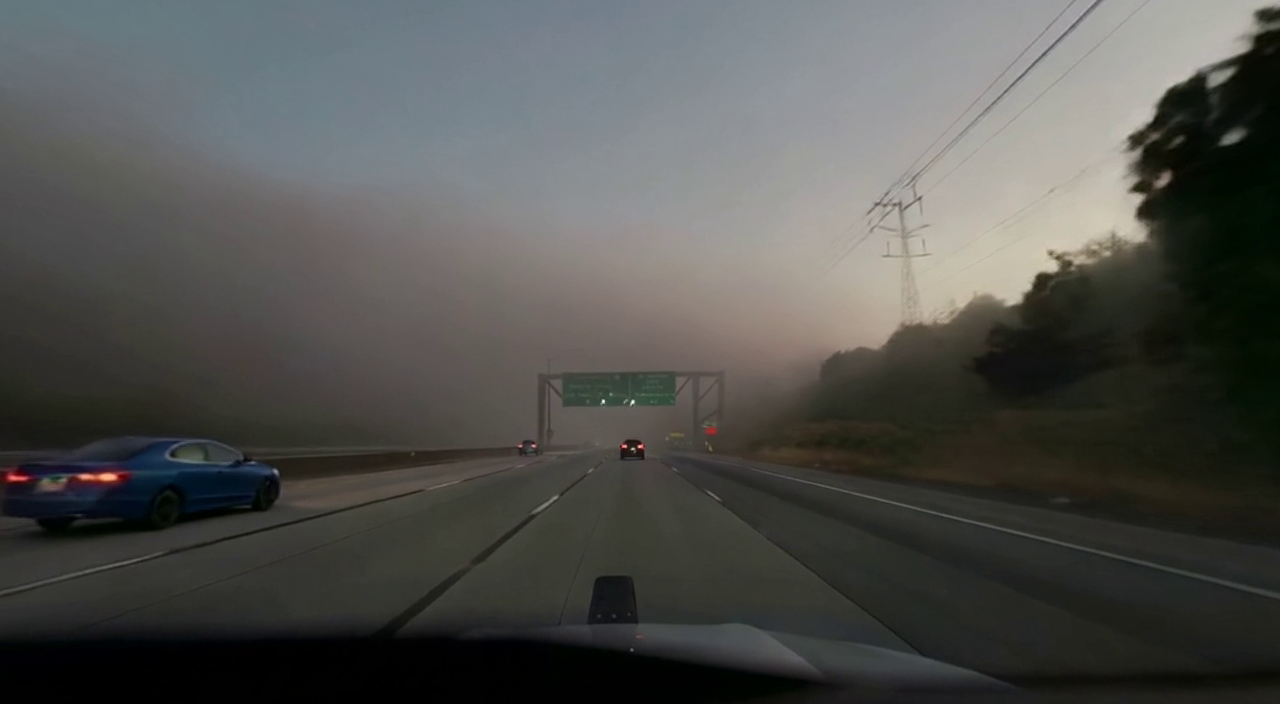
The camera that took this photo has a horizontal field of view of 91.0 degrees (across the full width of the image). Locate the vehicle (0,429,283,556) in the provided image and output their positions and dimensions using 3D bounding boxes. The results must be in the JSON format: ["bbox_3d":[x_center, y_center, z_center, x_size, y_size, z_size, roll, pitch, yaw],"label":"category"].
[{"bbox_3d":[-7.579,1.924,9.412,1.949,1.428,4.408,0,-8,-1],"label":"vehicle"}]

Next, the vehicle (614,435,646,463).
[{"bbox_3d":[-0.679,6.360,41.517,2.040,1.715,3.906,0,-8,-1],"label":"vehicle"}]

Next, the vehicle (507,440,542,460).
[{"bbox_3d":[-9.085,7.692,49.754,2.047,1.486,4.306,0,-8,-1],"label":"vehicle"}]
